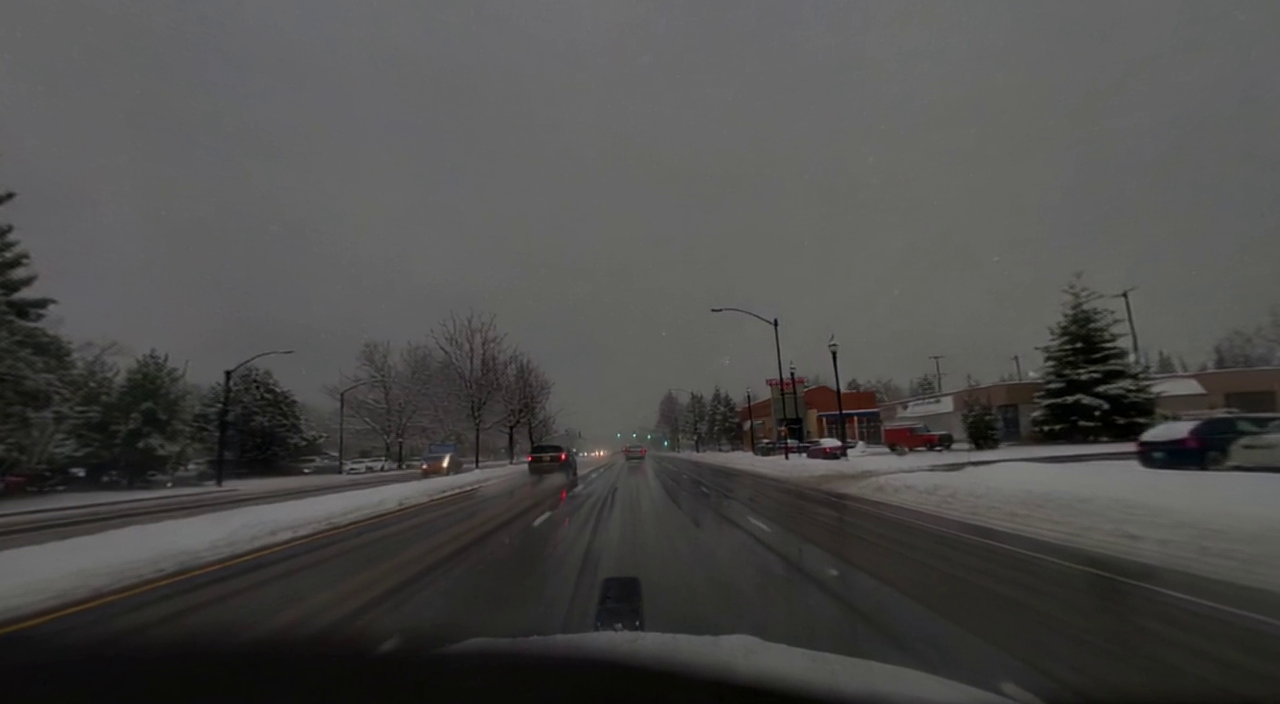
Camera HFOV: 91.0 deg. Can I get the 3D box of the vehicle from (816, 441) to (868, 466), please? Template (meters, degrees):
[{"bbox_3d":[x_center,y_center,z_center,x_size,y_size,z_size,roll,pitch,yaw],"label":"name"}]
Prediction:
[{"bbox_3d":[13.181,6.651,41.398,1.914,1.523,4.747,-1,-9,2],"label":"vehicle"}]

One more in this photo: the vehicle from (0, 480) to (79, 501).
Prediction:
[{"bbox_3d":[-45.245,10.434,47.437,4.184,1.450,1.871,-1,-9,1],"label":"vehicle"}]

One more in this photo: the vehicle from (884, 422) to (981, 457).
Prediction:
[{"bbox_3d":[19.876,5.999,43.085,5.511,2.262,2.351,-2,-9,14],"label":"vehicle"}]

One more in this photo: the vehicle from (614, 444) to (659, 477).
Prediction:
[{"bbox_3d":[-0.178,5.195,30.405,2.019,1.459,4.005,0,-9,0],"label":"vehicle"}]

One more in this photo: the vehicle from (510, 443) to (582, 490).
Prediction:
[{"bbox_3d":[-3.283,4.068,22.790,1.939,1.496,4.309,0,-9,0],"label":"vehicle"}]

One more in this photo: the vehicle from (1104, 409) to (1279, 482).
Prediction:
[{"bbox_3d":[14.456,2.288,15.476,4.464,1.643,2.001,0,-9,-1],"label":"vehicle"}]
